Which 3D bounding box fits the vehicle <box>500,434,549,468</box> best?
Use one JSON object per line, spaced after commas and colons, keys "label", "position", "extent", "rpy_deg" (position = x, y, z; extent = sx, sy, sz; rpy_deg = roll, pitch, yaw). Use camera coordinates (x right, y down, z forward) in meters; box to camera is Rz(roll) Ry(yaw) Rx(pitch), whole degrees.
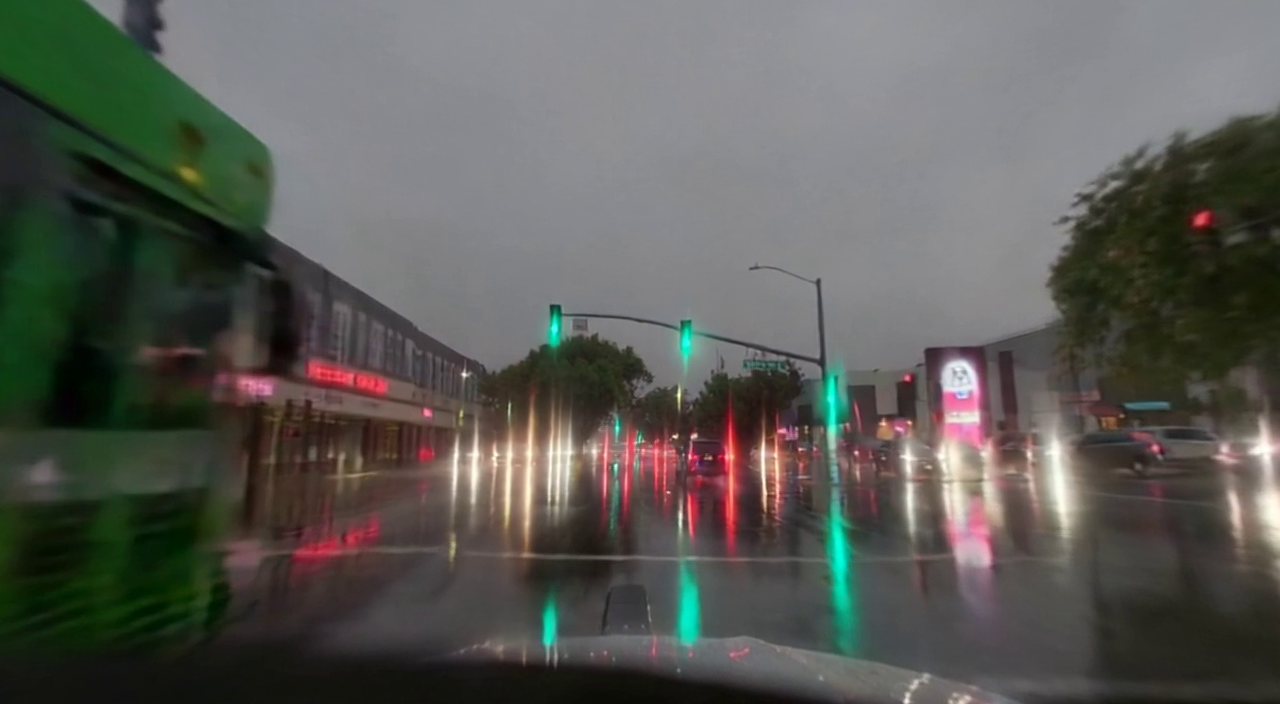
{"label": "vehicle", "position": [-6.700, 5.750, 37.011], "extent": [2.242, 1.740, 4.659], "rpy_deg": [-1, -7, -3]}

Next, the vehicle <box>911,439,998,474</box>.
{"label": "vehicle", "position": [14.255, 4.722, 28.833], "extent": [1.860, 1.443, 3.772], "rpy_deg": [0, -8, -3]}

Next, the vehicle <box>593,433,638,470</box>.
{"label": "vehicle", "position": [-1.309, 5.411, 34.474], "extent": [2.301, 1.837, 4.411], "rpy_deg": [0, -8, -2]}

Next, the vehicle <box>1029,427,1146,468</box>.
{"label": "vehicle", "position": [20.420, 4.385, 29.039], "extent": [2.143, 1.731, 4.290], "rpy_deg": [0, -8, -1]}

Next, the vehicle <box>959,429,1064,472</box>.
{"label": "vehicle", "position": [17.082, 4.556, 29.310], "extent": [2.020, 1.796, 4.600], "rpy_deg": [-1, -8, 0]}

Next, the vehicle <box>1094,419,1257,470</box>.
{"label": "vehicle", "position": [24.008, 4.164, 28.665], "extent": [2.384, 1.959, 5.372], "rpy_deg": [-2, -7, -4]}

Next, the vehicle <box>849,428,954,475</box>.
{"label": "vehicle", "position": [11.803, 4.538, 28.943], "extent": [2.304, 1.907, 4.844], "rpy_deg": [0, -8, -6]}

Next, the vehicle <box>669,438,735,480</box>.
{"label": "vehicle", "position": [2.403, 4.261, 25.442], "extent": [2.046, 1.540, 3.883], "rpy_deg": [0, -8, -3]}
